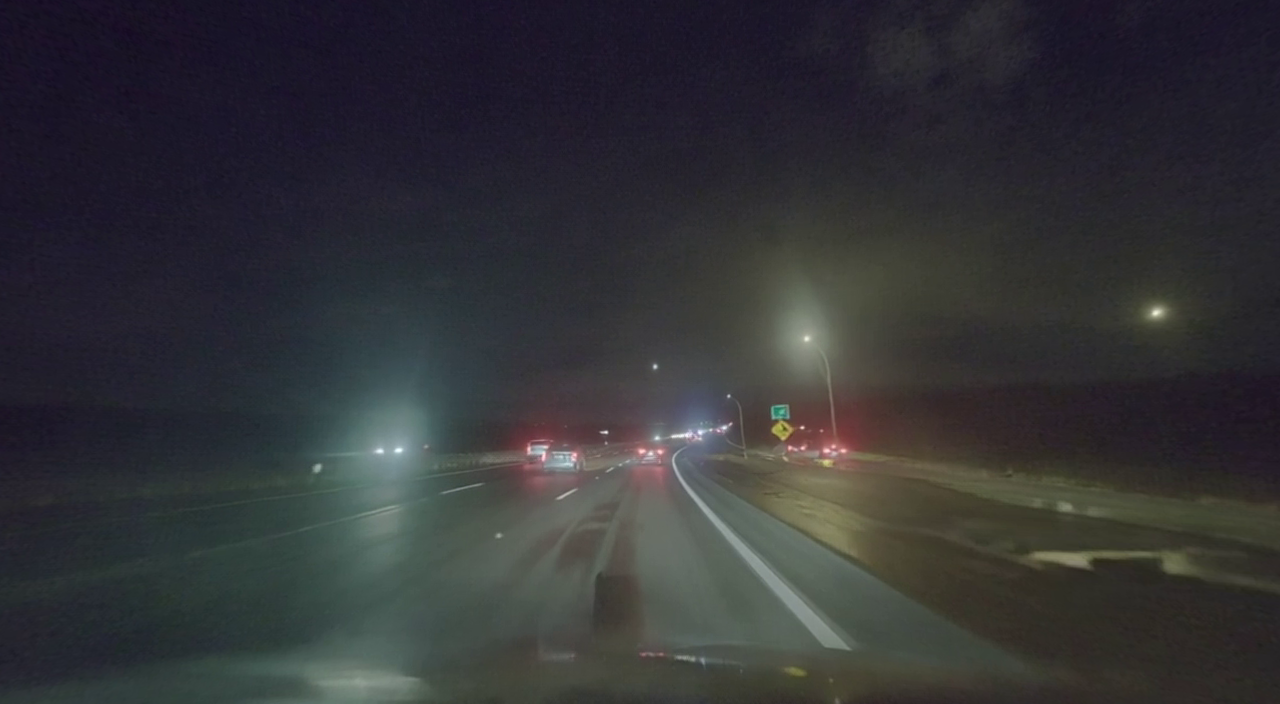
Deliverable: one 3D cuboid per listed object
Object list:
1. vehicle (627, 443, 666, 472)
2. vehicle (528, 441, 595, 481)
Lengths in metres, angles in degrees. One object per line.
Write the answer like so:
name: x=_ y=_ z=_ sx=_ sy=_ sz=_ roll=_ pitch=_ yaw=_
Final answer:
vehicle: x=0.436 y=6.003 z=36.028 sx=2.129 sy=1.502 sz=4.321 roll=0 pitch=-9 yaw=2
vehicle: x=-3.280 y=4.652 z=27.165 sx=2.129 sy=1.563 sz=4.387 roll=-1 pitch=-9 yaw=3
